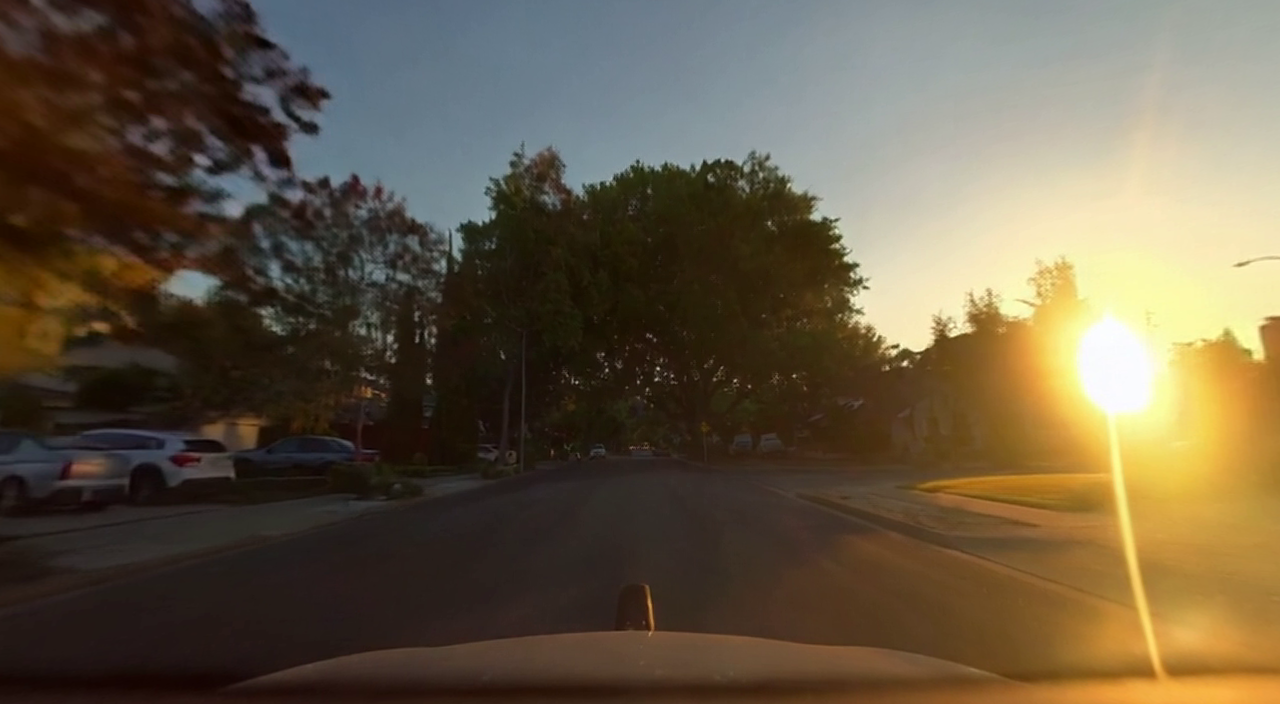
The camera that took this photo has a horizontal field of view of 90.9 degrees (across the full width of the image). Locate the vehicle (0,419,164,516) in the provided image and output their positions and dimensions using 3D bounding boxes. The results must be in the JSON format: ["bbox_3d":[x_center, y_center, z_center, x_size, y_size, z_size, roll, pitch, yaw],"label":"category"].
[{"bbox_3d":[-13.529,2.433,13.482,4.796,1.864,2.328,-1,-9,2],"label":"vehicle"}]

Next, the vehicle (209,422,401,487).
[{"bbox_3d":[-12.967,4.028,24.822,5.946,2.048,2.595,4,-9,-3],"label":"vehicle"}]
